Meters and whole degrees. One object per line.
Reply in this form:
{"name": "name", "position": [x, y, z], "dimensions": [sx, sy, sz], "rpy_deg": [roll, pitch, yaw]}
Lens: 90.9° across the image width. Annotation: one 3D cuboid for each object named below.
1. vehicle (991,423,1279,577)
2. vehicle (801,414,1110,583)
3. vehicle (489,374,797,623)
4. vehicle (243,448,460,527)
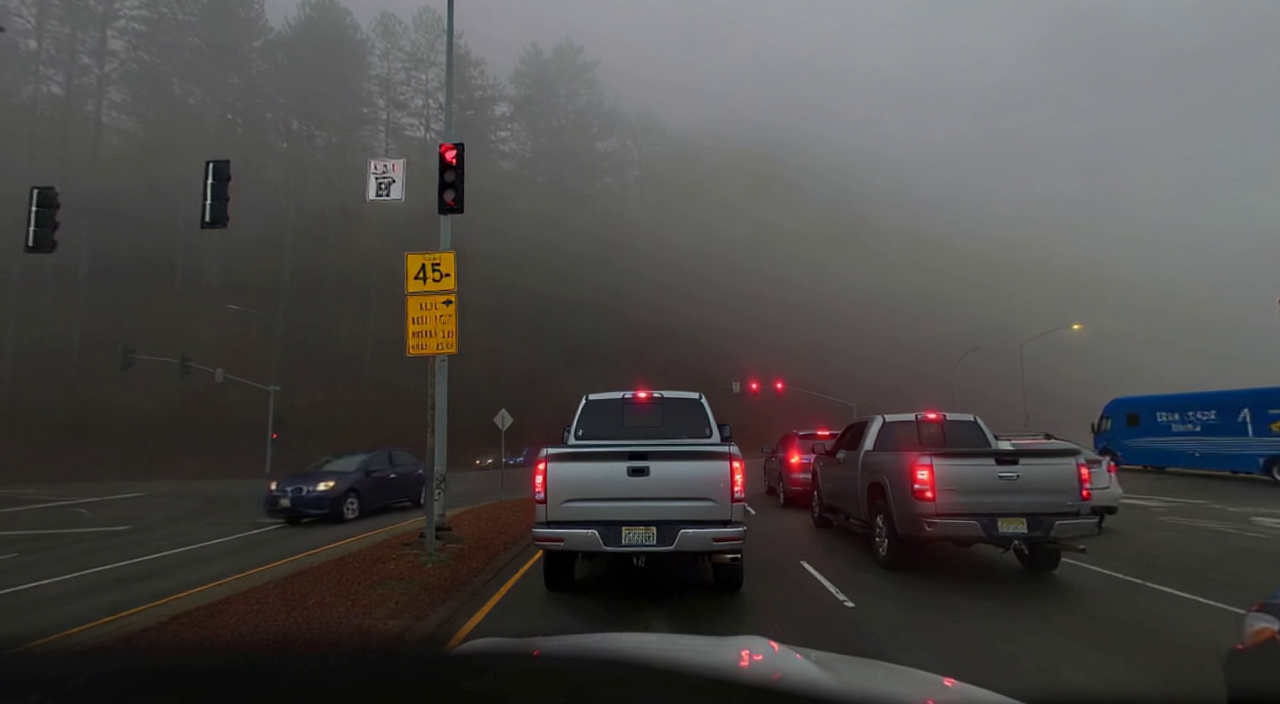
{"name": "vehicle", "position": [6.834, 1.740, 8.271], "dimensions": [1.973, 1.470, 4.228], "rpy_deg": [0, -8, 0]}
{"name": "vehicle", "position": [3.580, 1.717, 8.186], "dimensions": [1.981, 1.616, 4.006], "rpy_deg": [0, -8, 1]}
{"name": "vehicle", "position": [0.053, 1.474, 7.346], "dimensions": [2.326, 1.880, 4.964], "rpy_deg": [0, -8, 1]}
{"name": "vehicle", "position": [-6.805, 3.208, 15.724], "dimensions": [2.410, 1.596, 4.931], "rpy_deg": [-2, -9, 11]}
